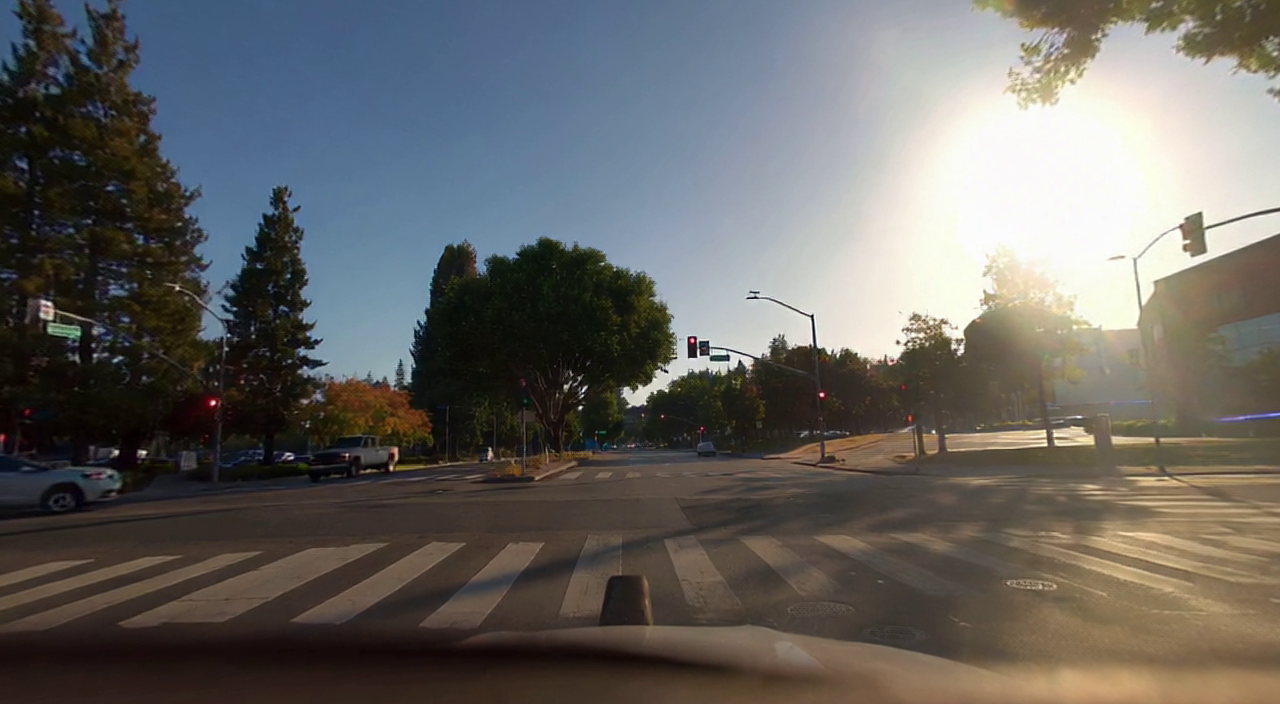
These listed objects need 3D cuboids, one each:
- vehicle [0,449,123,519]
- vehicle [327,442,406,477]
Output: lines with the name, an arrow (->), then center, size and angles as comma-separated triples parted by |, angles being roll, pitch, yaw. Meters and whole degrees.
vehicle -> -16.686, 3.373, 16.259 | 4.569, 1.658, 2.153 | 2, -9, -12
vehicle -> -14.845, 5.814, 34.532 | 2.169, 1.753, 4.640 | 0, -8, 1
